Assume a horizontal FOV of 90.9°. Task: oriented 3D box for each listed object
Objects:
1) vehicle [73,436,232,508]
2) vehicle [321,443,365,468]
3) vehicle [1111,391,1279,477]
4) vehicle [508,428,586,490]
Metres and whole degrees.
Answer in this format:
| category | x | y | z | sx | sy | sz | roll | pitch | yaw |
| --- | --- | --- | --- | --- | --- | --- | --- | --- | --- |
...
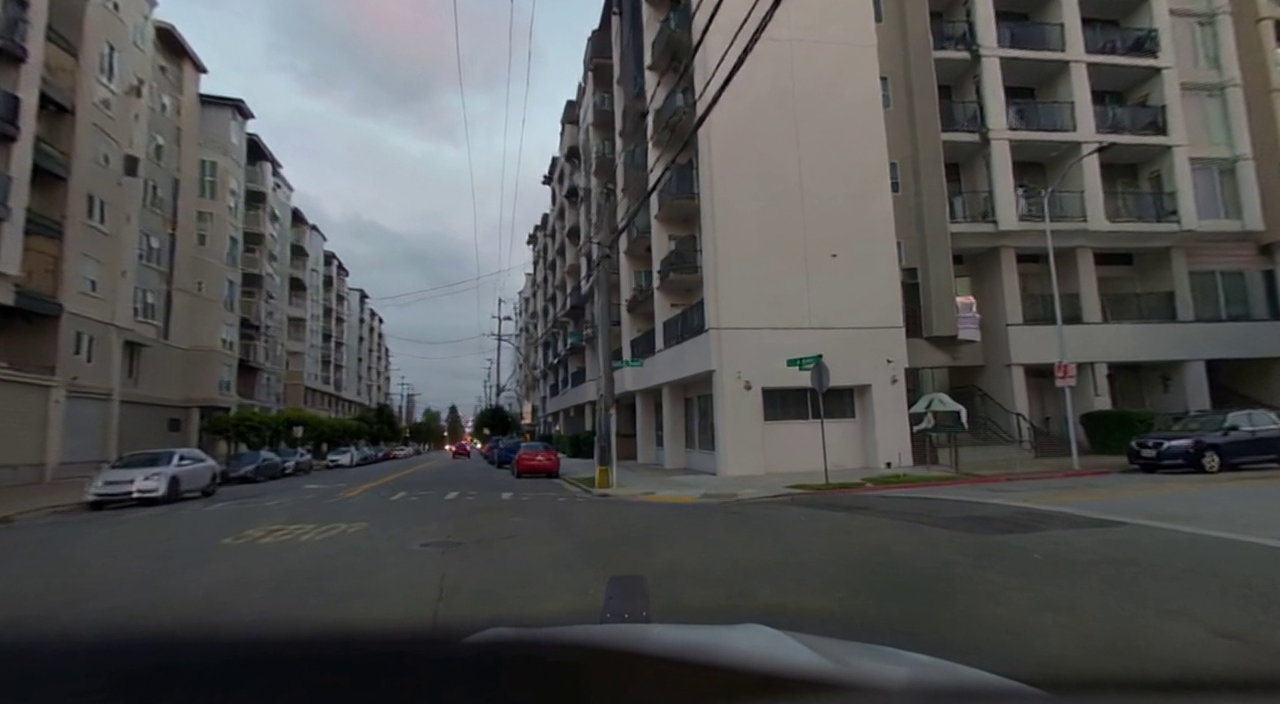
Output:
| category | x | y | z | sx | sy | sz | roll | pitch | yaw |
| --- | --- | --- | --- | --- | --- | --- | --- | --- | --- |
| vehicle | -14.406 | 3.487 | 19.023 | 2.140 | 1.874 | 4.475 | 2 | -8 | -16 |
| vehicle | -21.084 | 7.330 | 44.866 | 2.032 | 1.641 | 4.162 | 2 | -8 | -15 |
| vehicle | 16.323 | 2.227 | 17.954 | 4.259 | 2.102 | 2.376 | -1 | -4 | -15 |
| vehicle | -3.280 | 3.546 | 21.377 | 2.164 | 1.721 | 4.416 | -2 | -7 | -14 |
